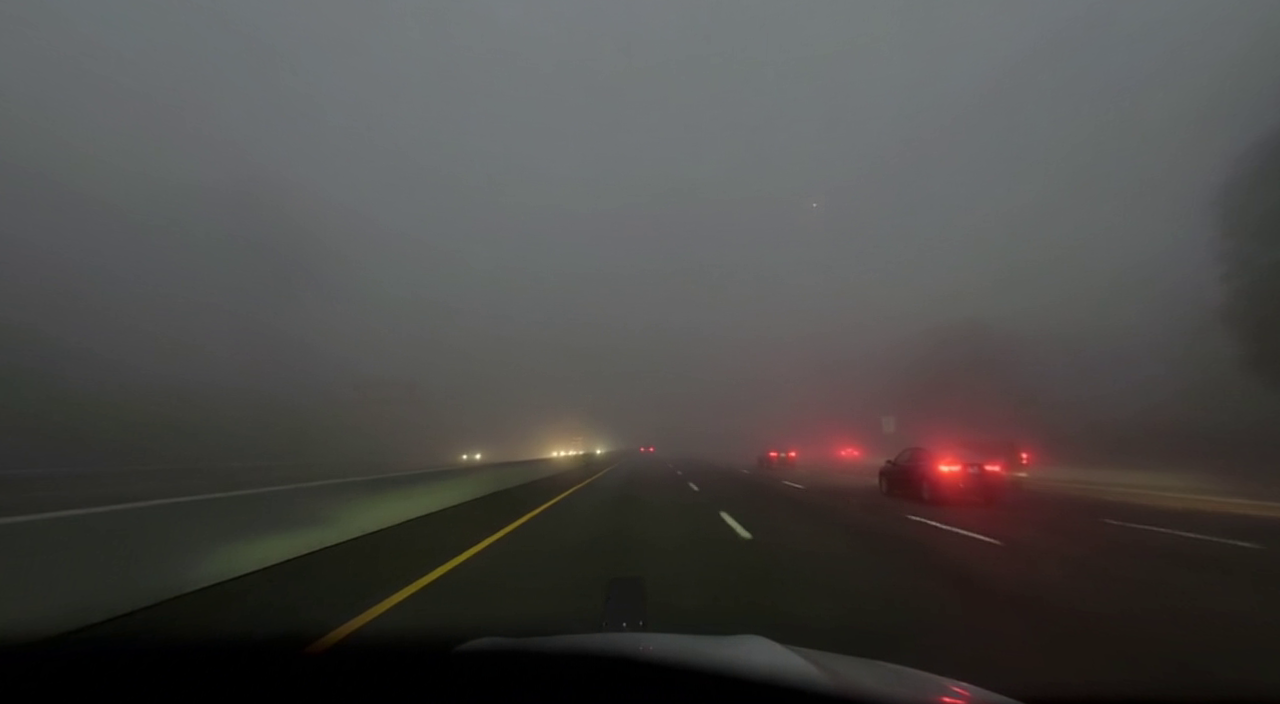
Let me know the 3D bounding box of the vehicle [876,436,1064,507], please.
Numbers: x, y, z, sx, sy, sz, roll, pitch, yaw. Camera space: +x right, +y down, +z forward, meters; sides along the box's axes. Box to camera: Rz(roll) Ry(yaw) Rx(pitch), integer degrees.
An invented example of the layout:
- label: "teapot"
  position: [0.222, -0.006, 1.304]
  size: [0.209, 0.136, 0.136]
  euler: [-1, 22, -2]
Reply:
- label: "vehicle"
  position: [8.053, 2.938, 16.089]
  size: [2.093, 1.525, 4.865]
  euler: [0, -8, -1]
